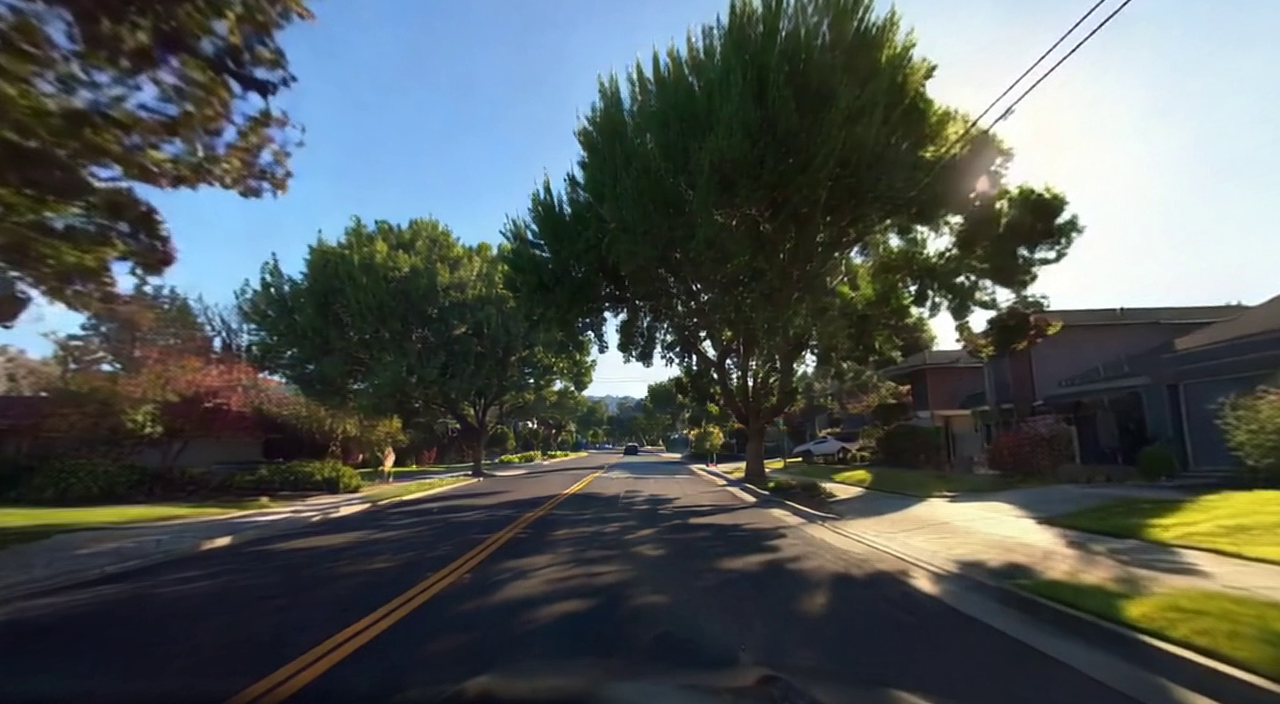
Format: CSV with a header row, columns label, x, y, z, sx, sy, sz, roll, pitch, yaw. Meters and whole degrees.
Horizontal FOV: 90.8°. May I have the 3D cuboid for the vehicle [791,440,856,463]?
label,x,y,z,sx,sy,sz,roll,pitch,yaw
vehicle,14.374,7.783,49.469,4.493,1.690,1.944,-5,-10,30

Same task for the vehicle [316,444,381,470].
label,x,y,z,sx,sy,sz,roll,pitch,yaw
vehicle,-19.673,7.093,42.631,3.834,1.615,1.872,-4,-11,27
